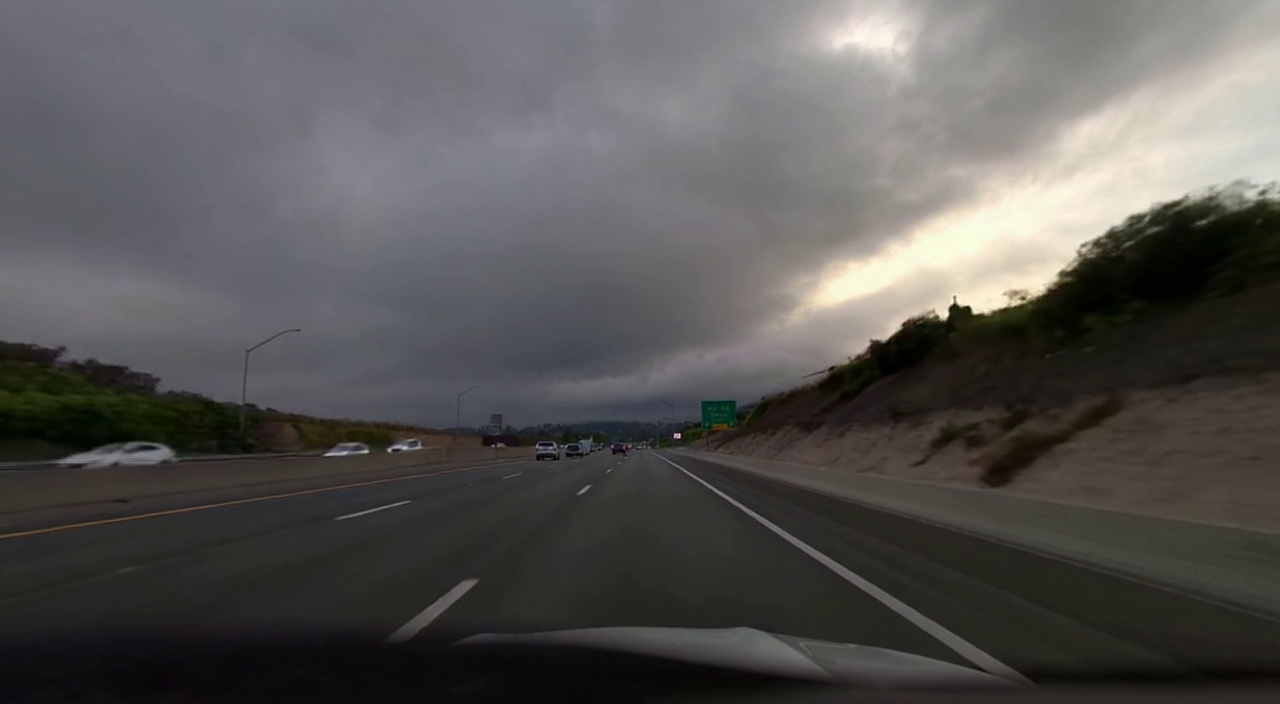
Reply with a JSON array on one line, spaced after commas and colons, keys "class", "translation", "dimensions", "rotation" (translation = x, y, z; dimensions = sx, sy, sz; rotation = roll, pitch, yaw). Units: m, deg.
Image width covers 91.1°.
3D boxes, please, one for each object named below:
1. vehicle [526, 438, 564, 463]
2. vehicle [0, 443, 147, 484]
[{"class": "vehicle", "translation": [-6.799, 7.104, 45.372], "dimensions": [1.972, 1.660, 4.254], "rotation": [0, -8, 1]}, {"class": "vehicle", "translation": [-22.407, 4.365, 24.999], "dimensions": [1.857, 1.443, 4.451], "rotation": [0, -8, 1]}]
